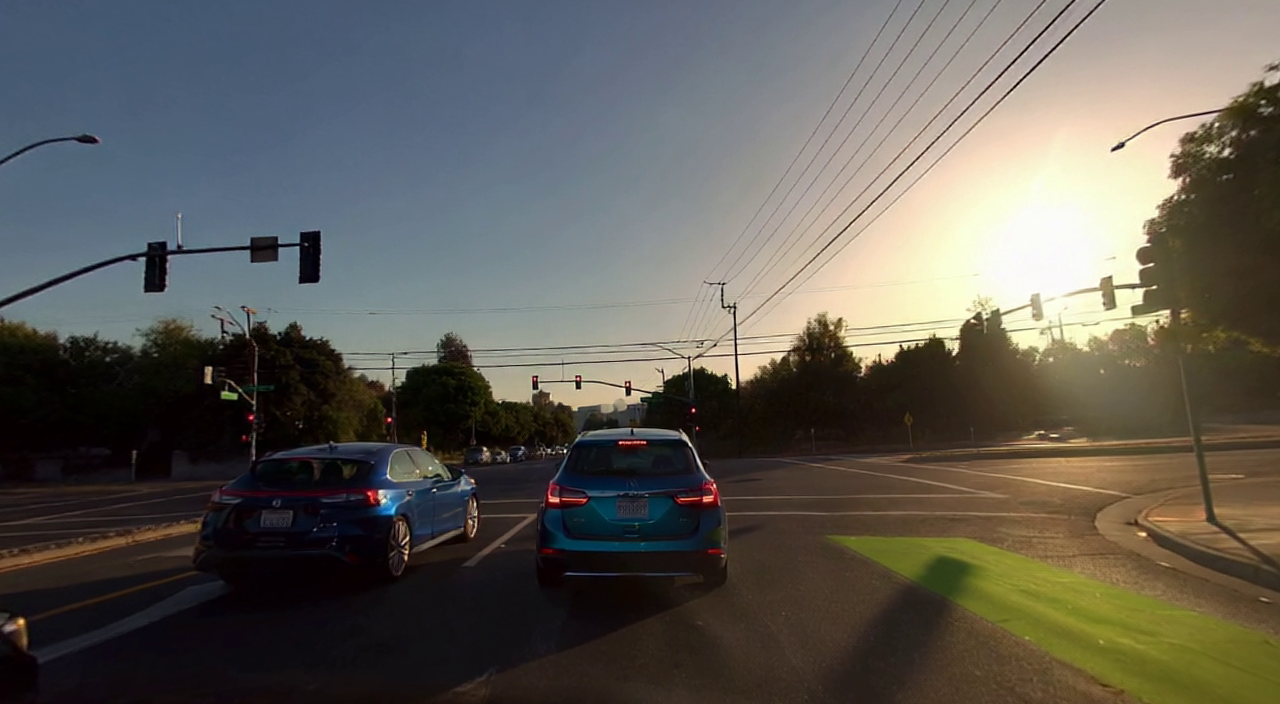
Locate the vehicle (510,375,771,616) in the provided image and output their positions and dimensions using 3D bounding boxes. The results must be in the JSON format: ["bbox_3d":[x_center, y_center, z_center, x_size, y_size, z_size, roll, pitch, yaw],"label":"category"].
[{"bbox_3d":[-0.032,1.562,7.645,2.036,1.885,5.196,0,-10,-1],"label":"vehicle"}]

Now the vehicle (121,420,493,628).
[{"bbox_3d":[-2.915,1.593,6.646,1.726,1.506,3.840,0,-10,1],"label":"vehicle"}]

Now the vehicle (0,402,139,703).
[{"bbox_3d":[-3.482,0.651,0.317,2.138,1.488,5.327,0,-8,0],"label":"vehicle"}]
